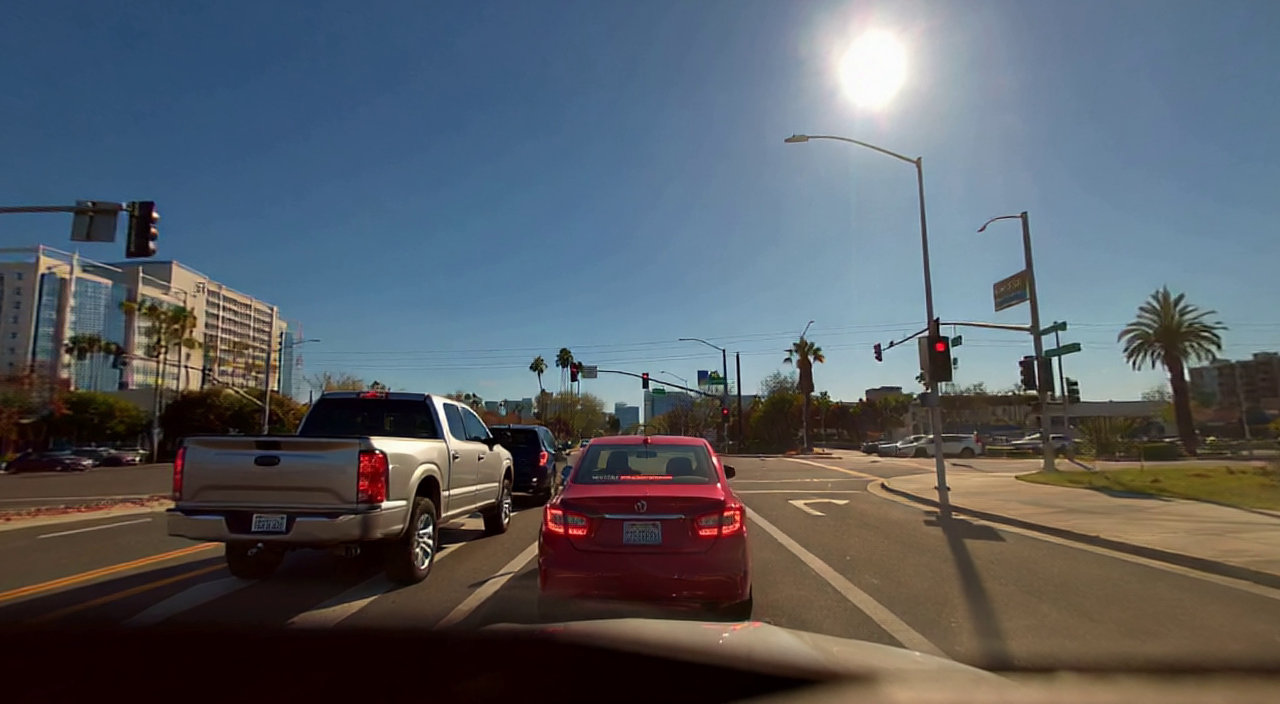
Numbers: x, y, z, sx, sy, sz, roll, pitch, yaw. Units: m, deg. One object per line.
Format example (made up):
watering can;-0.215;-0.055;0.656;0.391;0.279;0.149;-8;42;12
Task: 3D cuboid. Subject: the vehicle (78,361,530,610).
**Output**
vehicle;-3.209;1.471;7.914;2.330;1.969;5.626;-1;-8;3

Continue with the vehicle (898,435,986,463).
vehicle;18.847;6.079;39.305;4.466;1.717;1.963;0;-8;2

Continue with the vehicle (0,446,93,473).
vehicle;-37.079;6.632;38.878;4.576;1.617;1.937;0;-8;2

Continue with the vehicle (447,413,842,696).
vehicle;0.053;1.399;5.528;2.122;1.501;4.152;0;-8;1
